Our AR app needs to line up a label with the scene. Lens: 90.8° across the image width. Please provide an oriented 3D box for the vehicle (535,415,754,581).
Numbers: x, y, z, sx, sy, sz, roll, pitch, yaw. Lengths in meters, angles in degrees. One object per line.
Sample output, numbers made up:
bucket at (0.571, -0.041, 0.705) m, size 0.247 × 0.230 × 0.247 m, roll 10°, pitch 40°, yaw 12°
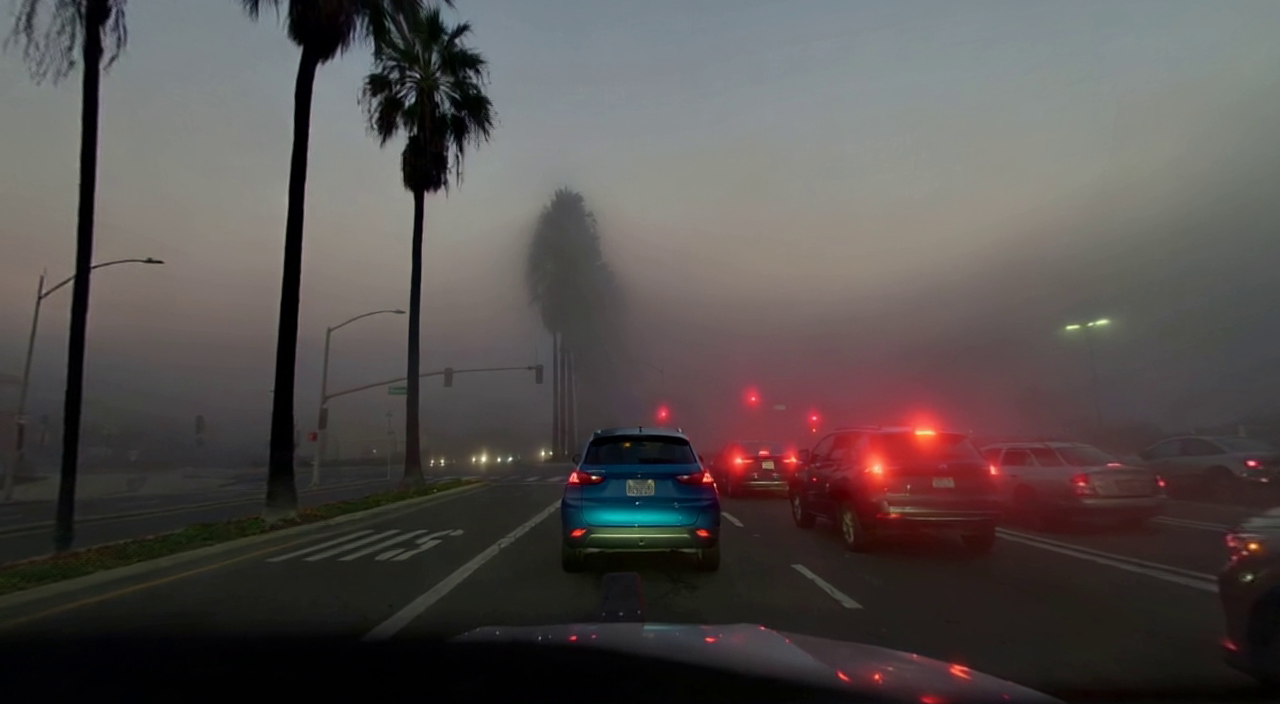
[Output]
vehicle at (0.041, 1.705, 8.121) m, size 2.083 × 1.572 × 4.021 m, roll 0°, pitch -9°, yaw 0°

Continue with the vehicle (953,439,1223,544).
vehicle at (7.378, 2.295, 11.032) m, size 1.832 × 1.477 × 3.981 m, roll 0°, pitch -9°, yaw 1°

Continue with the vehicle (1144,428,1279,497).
vehicle at (18.062, 3.202, 18.476) m, size 4.786 × 1.848 × 2.107 m, roll 0°, pitch -9°, yaw -1°

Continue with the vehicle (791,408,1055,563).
vehicle at (3.680, 1.818, 9.233) m, size 1.947 × 1.725 × 4.159 m, roll 0°, pitch -9°, yaw 1°
